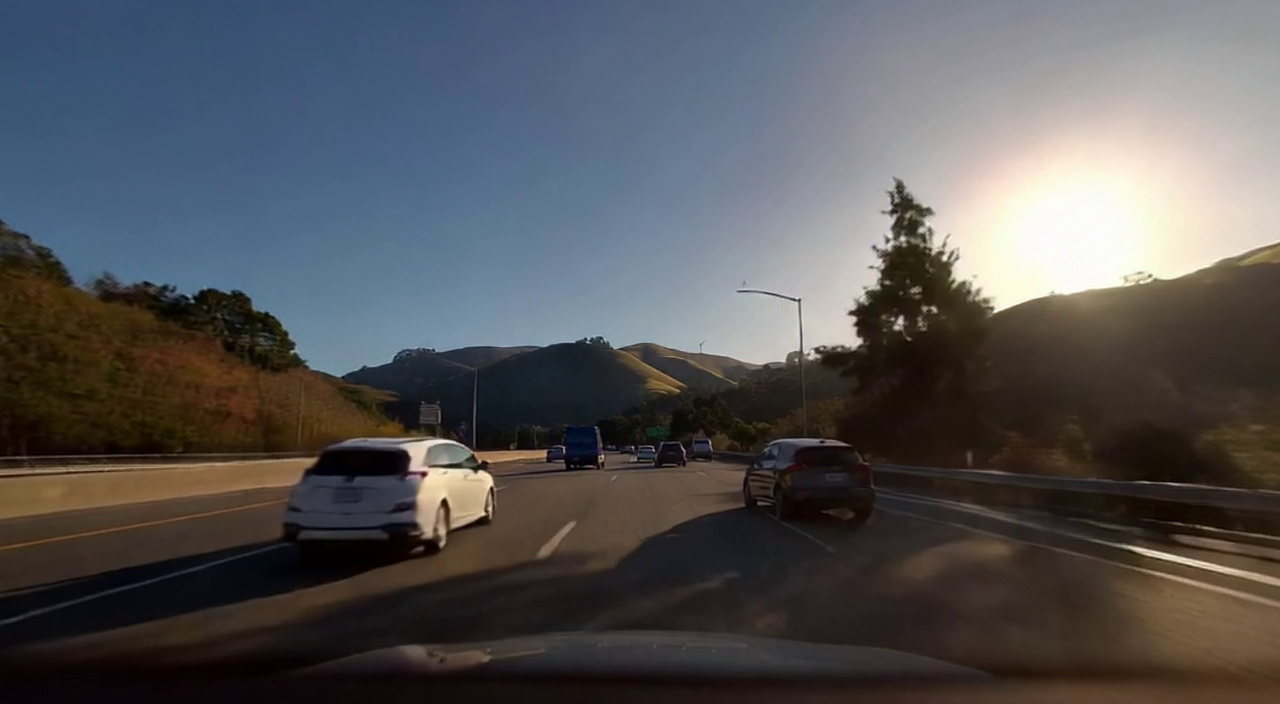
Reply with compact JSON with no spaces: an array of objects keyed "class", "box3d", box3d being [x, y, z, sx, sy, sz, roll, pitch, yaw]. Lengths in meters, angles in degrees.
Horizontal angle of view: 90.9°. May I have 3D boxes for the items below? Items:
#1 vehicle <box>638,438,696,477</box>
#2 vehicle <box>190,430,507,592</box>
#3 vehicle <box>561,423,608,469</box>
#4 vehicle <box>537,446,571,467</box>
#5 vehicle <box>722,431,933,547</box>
[{"class":"vehicle","box3d":[1.196,4.950,29.829,2.270,1.660,4.101,0,-8,-4]},{"class":"vehicle","box3d":[-3.209,1.824,8.129,1.990,1.501,4.250,0,-8,1]},{"class":"vehicle","box3d":[-3.367,5.927,39.725,2.396,2.664,5.735,0,-9,1]},{"class":"vehicle","box3d":[-6.520,7.910,48.099,1.964,1.487,4.417,0,-8,0]},{"class":"vehicle","box3d":[2.767,2.137,10.566,2.050,1.491,4.362,0,-8,-2]}]
